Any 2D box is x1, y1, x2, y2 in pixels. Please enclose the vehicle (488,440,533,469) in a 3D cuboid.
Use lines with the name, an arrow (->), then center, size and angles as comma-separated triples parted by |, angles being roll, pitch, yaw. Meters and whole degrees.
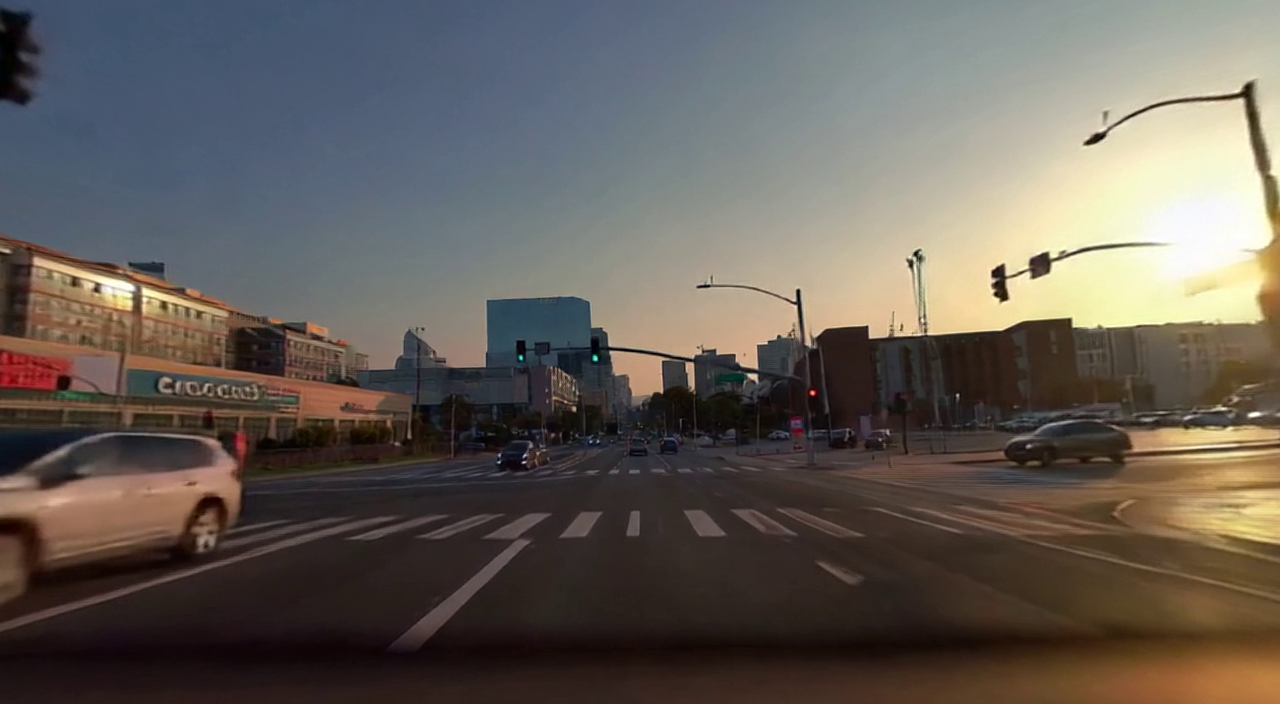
vehicle -> -8.516, 6.720, 41.876 | 1.946, 1.710, 5.043 | -2, -8, 0

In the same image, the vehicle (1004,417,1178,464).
vehicle -> 16.464, 3.264, 23.272 | 4.727, 1.585, 2.066 | -1, -8, 1

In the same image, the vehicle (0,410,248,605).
vehicle -> -6.643, 1.553, 6.758 | 2.074, 1.692, 4.333 | 0, -8, 0
